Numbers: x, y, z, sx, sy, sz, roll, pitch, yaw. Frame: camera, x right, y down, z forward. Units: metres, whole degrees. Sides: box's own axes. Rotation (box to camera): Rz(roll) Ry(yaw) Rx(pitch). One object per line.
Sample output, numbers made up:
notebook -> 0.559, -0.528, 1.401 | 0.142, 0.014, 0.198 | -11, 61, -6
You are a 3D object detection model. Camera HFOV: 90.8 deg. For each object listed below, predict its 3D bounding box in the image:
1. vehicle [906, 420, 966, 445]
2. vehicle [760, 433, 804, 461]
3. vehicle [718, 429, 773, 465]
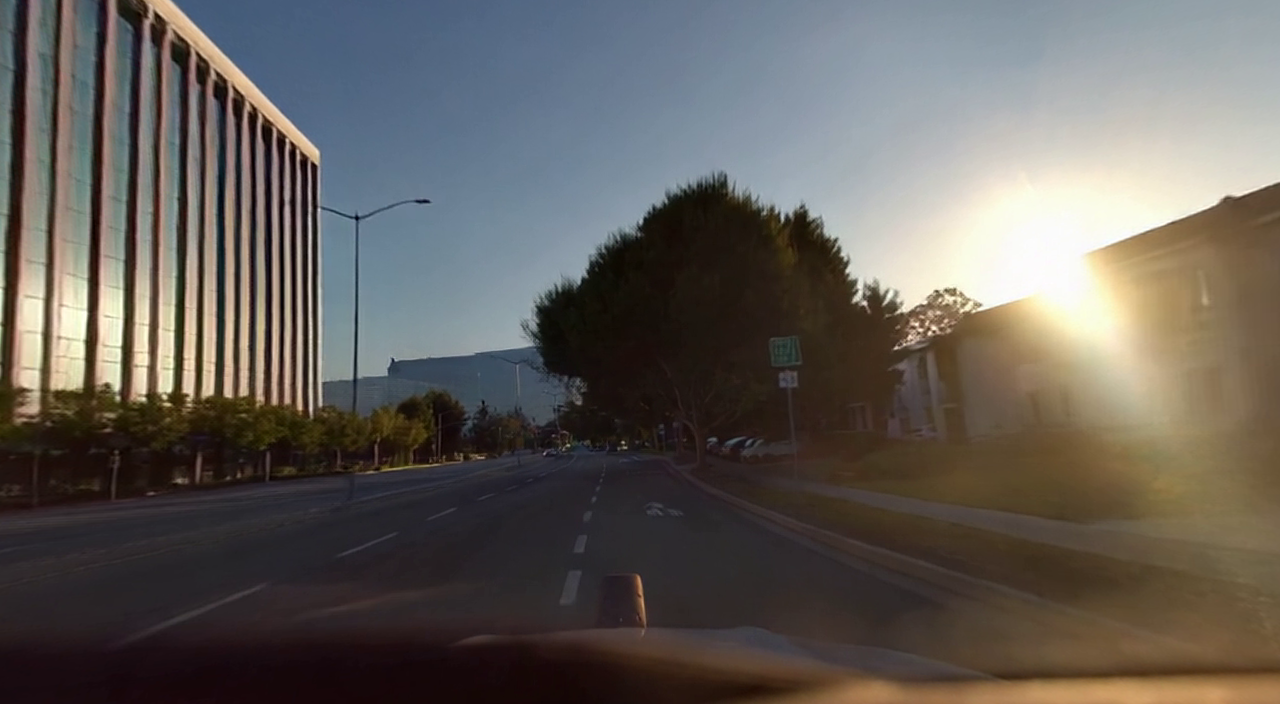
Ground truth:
vehicle -> 19.411, 5.353, 41.655 | 1.890, 1.492, 4.494 | 0, -8, 1
vehicle -> 8.364, 5.641, 37.511 | 1.842, 1.535, 3.638 | 0, -9, 2
vehicle -> 6.035, 5.535, 36.857 | 2.160, 1.944, 5.086 | 0, -9, -2
